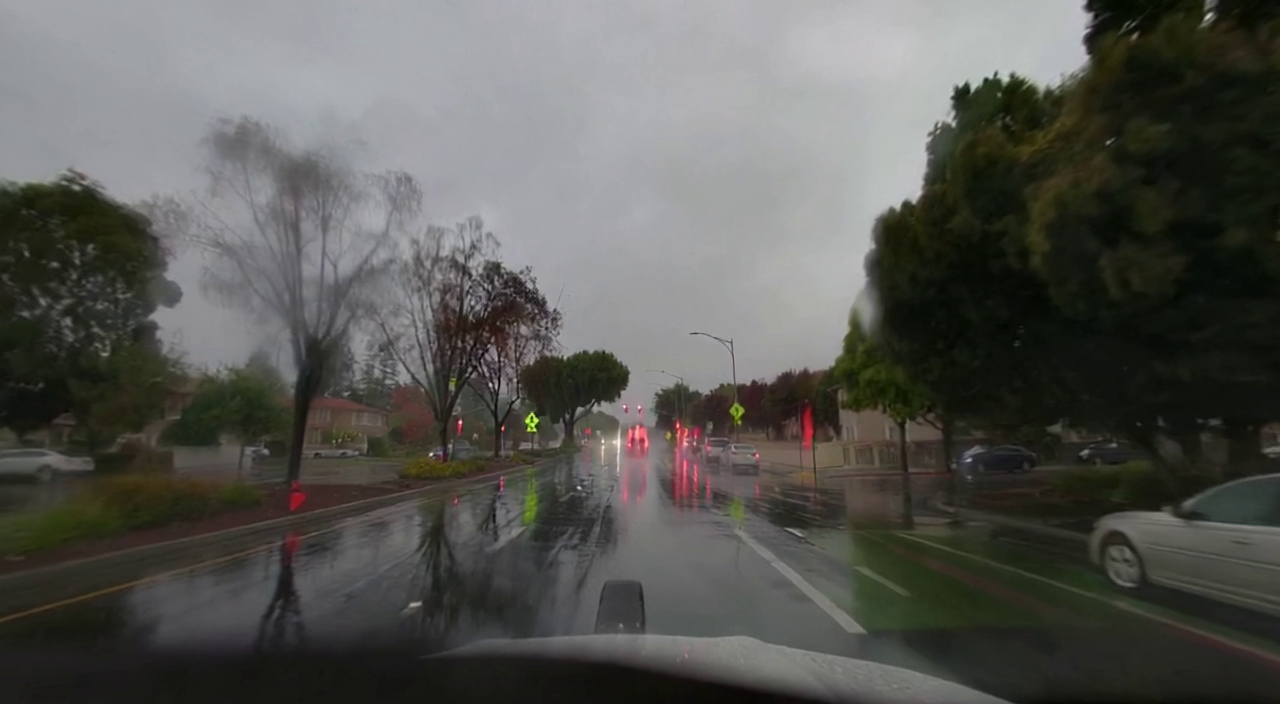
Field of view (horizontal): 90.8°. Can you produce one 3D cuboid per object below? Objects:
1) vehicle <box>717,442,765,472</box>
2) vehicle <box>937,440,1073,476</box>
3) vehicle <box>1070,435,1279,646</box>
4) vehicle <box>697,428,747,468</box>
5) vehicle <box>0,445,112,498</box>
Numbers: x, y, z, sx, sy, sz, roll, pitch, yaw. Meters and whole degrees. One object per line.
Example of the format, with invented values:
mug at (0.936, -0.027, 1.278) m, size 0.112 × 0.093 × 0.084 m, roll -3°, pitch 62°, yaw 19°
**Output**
vehicle at (5.649, 5.925, 35.809) m, size 1.940 × 1.584 × 4.553 m, roll 0°, pitch -9°, yaw 0°
vehicle at (15.612, 4.560, 27.186) m, size 4.565 × 1.463 × 2.084 m, roll 0°, pitch -9°, yaw -2°
vehicle at (5.448, 1.298, 4.251) m, size 1.963 × 1.452 × 4.561 m, roll 0°, pitch -9°, yaw 1°
vehicle at (5.365, 6.429, 42.313) m, size 2.324 × 2.468 × 6.422 m, roll 1°, pitch -9°, yaw -1°
vehicle at (-25.897, 5.019, 26.933) m, size 2.035 × 2.025 × 5.495 m, roll -1°, pitch -9°, yaw -1°
